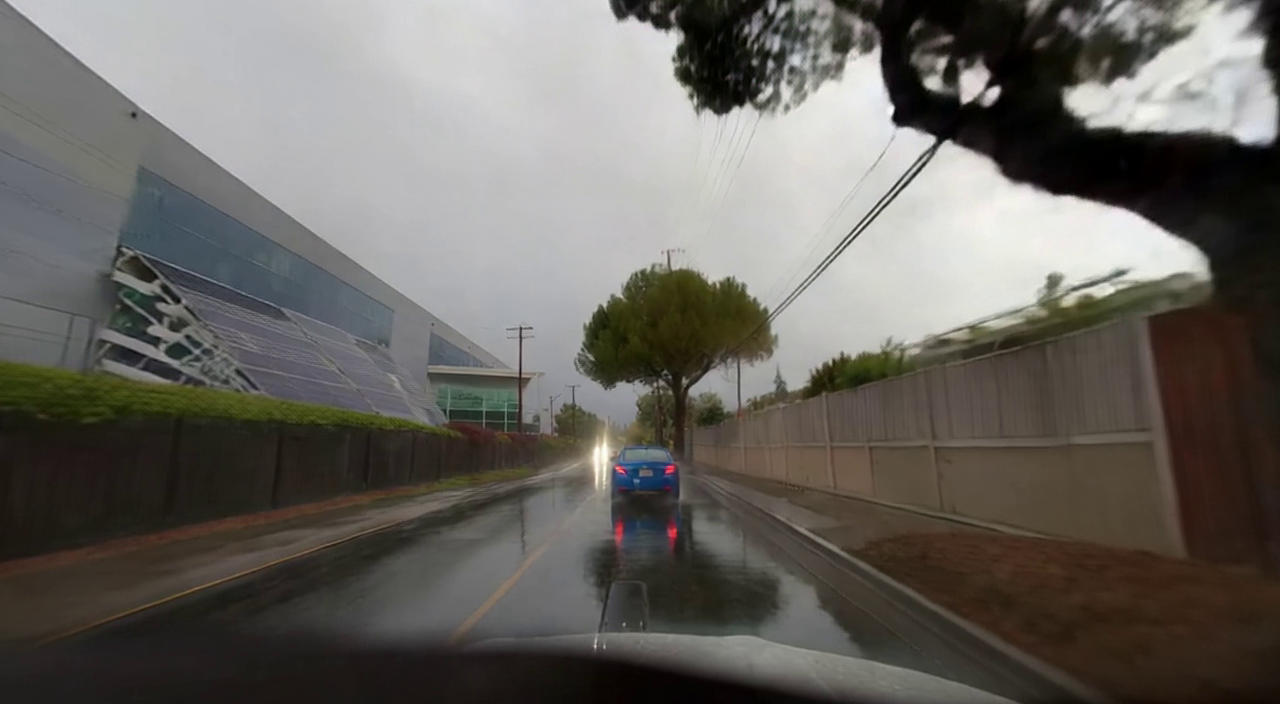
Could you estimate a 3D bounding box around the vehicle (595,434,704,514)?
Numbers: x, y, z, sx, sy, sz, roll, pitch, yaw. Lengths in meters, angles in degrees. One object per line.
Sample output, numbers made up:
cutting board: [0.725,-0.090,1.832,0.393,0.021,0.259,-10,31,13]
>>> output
vehicle: [0.164,2.592,13.973,2.060,1.487,3.920,0,-8,-1]
